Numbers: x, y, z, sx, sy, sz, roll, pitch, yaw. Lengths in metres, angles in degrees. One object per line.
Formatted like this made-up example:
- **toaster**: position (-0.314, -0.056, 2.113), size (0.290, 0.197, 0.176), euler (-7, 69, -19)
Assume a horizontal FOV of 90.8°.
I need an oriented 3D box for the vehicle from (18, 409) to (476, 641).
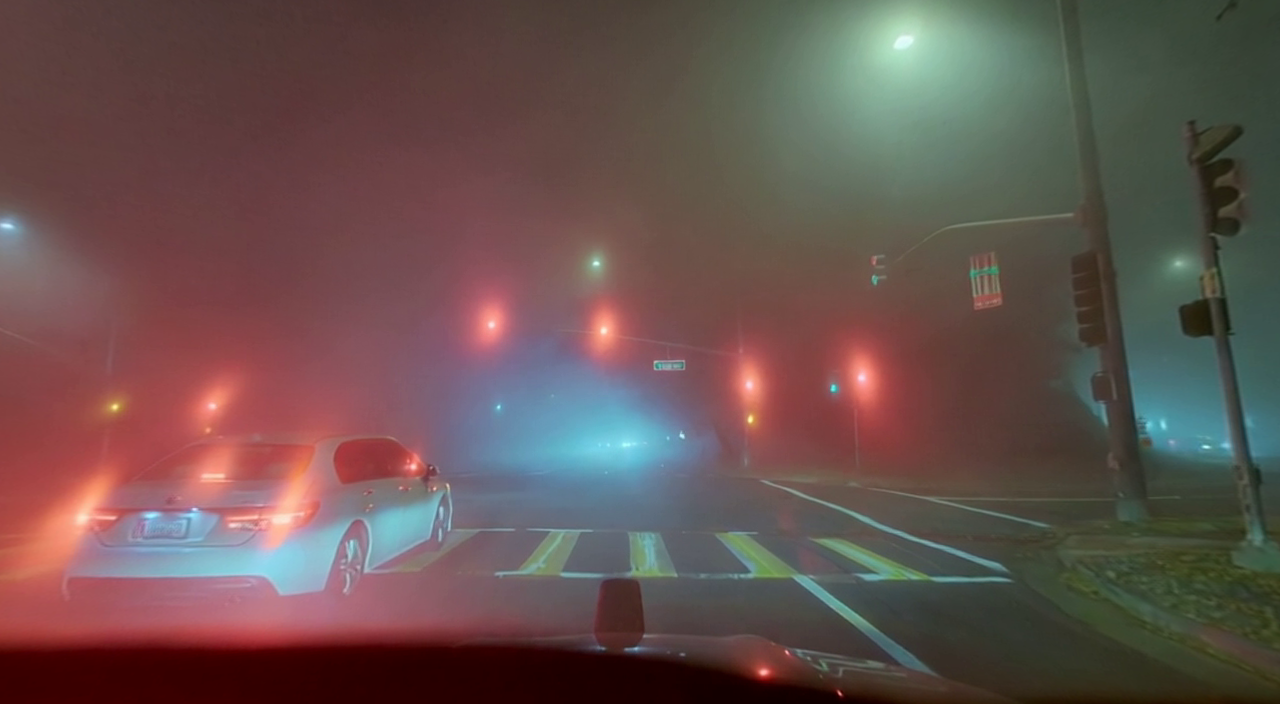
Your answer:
- **vehicle**: position (-3.331, 1.540, 6.727), size (2.076, 1.599, 4.483), euler (0, -9, -2)
